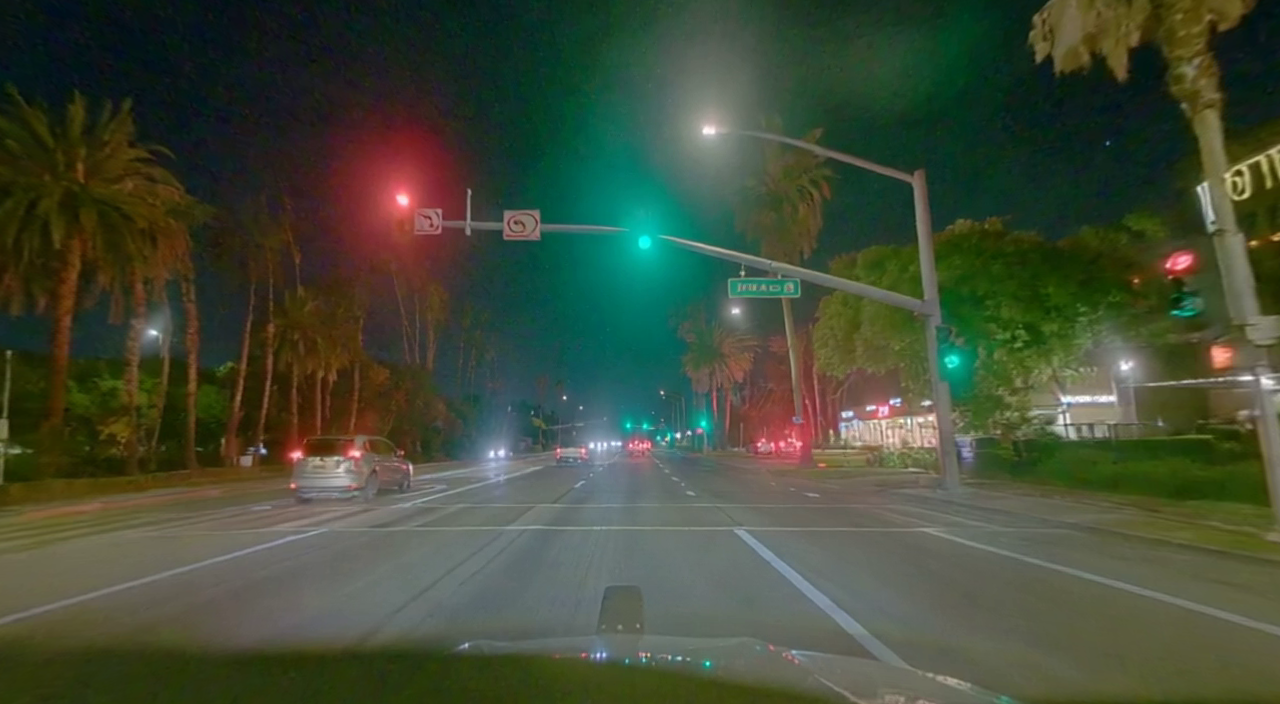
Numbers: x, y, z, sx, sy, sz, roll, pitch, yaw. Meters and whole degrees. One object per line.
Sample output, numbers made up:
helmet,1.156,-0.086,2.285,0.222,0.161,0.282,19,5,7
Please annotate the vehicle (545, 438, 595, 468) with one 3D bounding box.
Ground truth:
vehicle,-3.602,5.313,33.282,2.181,1.483,4.123,0,-9,-1

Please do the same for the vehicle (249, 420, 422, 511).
vehicle,-6.649,2.531,14.464,2.022,1.746,4.406,1,-9,-5
